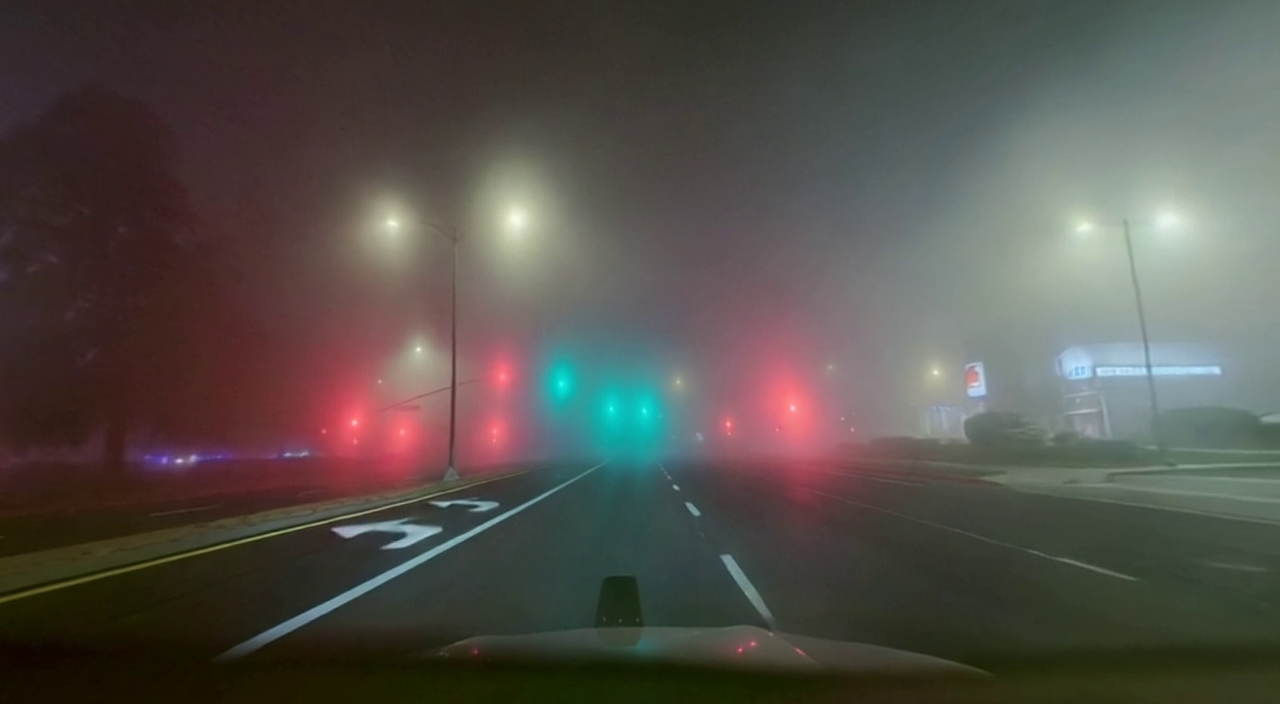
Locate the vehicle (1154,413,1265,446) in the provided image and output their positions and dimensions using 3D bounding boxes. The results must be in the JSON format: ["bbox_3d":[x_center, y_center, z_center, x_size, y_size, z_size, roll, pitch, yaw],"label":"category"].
[{"bbox_3d":[33.018,4.576,36.870,1.990,1.708,4.629,-1,-9,-3],"label":"vehicle"}]

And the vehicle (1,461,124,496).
[{"bbox_3d":[-29.979,6.568,32.907,4.396,1.633,2.000,0,-8,0],"label":"vehicle"}]

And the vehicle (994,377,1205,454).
[{"bbox_3d":[20.724,2.953,28.857,7.304,3.335,2.869,0,-8,-2],"label":"vehicle"}]
